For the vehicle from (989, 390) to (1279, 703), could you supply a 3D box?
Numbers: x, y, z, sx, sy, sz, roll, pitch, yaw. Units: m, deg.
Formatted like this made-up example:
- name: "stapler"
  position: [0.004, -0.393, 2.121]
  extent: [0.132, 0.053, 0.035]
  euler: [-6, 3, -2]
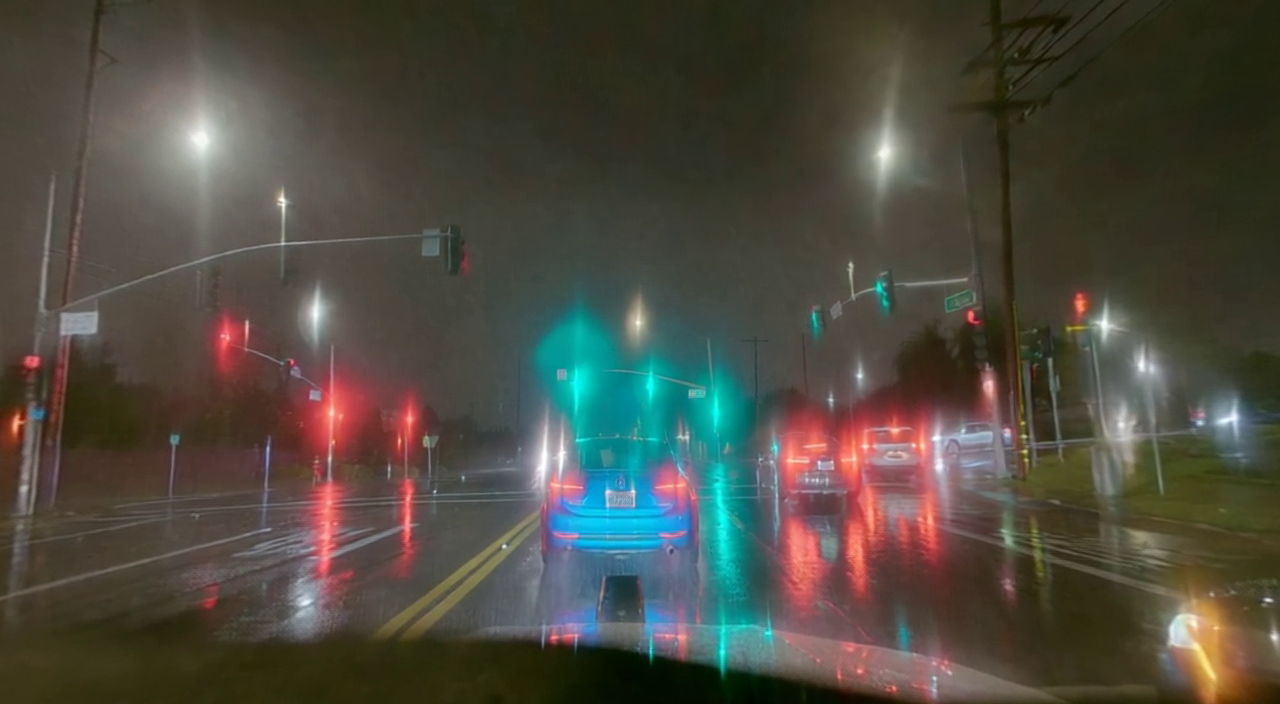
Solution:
- name: "vehicle"
  position: [2.929, 0.834, 1.702]
  extent: [1.860, 1.494, 3.707]
  euler: [0, -9, 1]

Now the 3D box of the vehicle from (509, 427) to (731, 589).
- name: "vehicle"
  position: [-0.222, 1.768, 8.040]
  extent: [2.061, 1.485, 4.196]
  euler: [0, -9, -1]

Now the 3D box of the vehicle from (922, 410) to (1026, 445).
- name: "vehicle"
  position: [17.842, 4.072, 33.899]
  extent: [4.431, 1.555, 1.886]
  euler: [-4, -9, 2]
